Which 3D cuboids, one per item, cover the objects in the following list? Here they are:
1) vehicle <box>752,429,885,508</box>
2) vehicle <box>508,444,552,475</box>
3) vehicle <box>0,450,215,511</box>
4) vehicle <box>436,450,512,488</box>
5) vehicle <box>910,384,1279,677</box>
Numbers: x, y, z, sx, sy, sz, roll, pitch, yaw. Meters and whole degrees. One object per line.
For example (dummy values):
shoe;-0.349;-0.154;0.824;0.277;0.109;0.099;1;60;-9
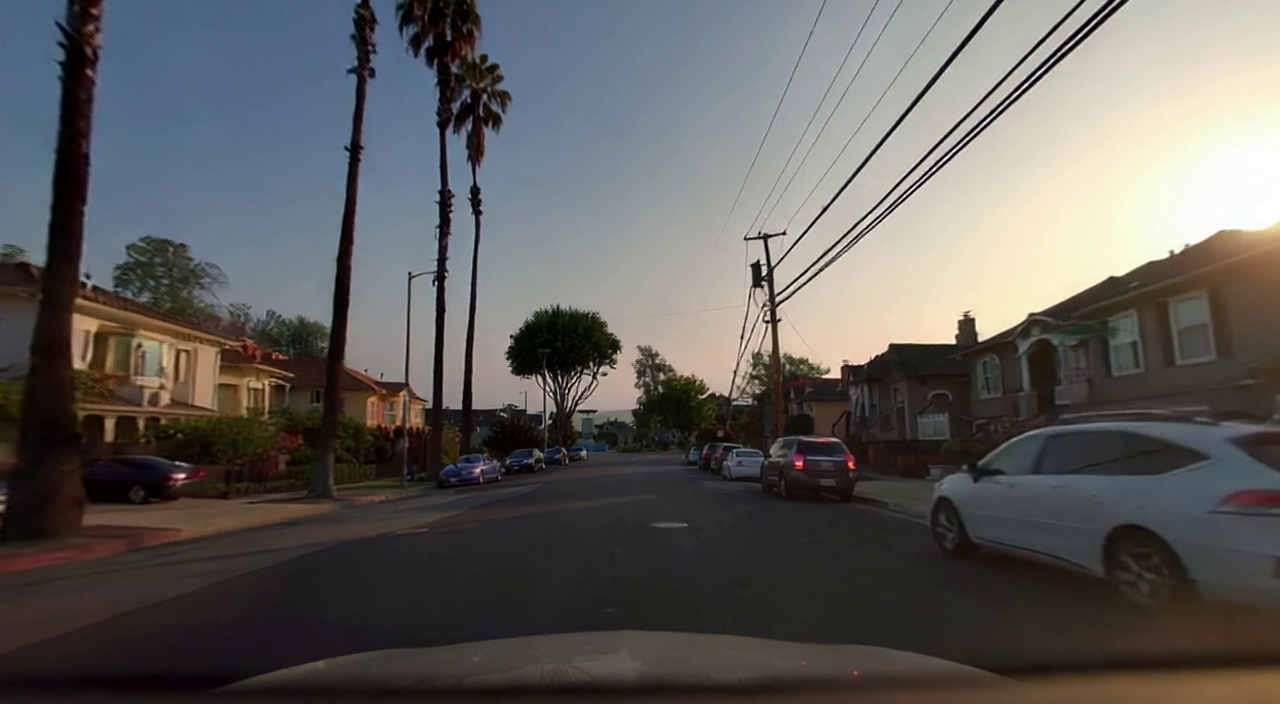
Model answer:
vehicle;4.634;3.103;17.325;2.115;1.826;4.871;0;-8;-1
vehicle;-7.415;7.278;42.970;2.077;1.888;4.551;-2;-8;2
vehicle;-14.294;3.420;17.030;4.305;1.505;1.793;0;-8;-1
vehicle;-7.215;5.129;27.987;2.013;1.483;4.645;0;-8;1
vehicle;4.716;1.415;6.129;1.922;1.761;4.633;0;-8;-3
